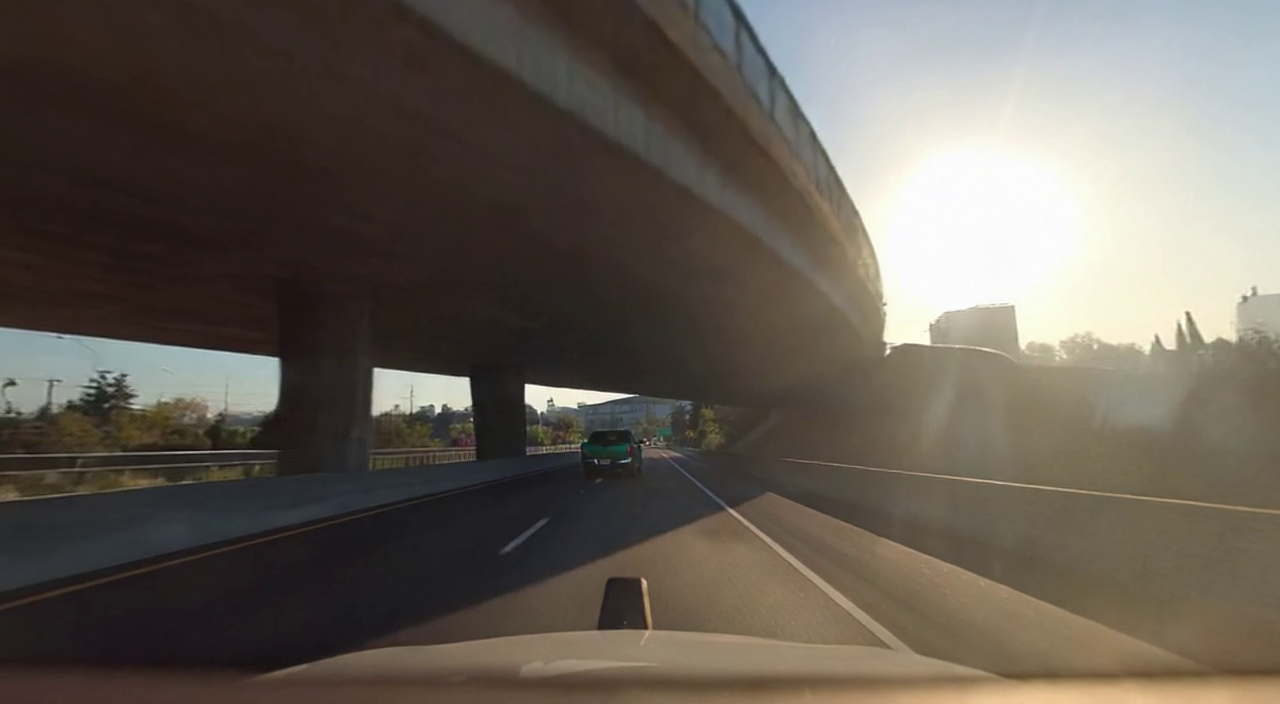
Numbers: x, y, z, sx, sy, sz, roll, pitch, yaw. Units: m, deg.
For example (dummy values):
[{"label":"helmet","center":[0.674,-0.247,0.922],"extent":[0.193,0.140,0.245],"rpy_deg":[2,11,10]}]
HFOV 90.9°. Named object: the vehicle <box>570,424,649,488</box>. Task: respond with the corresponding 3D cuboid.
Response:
[{"label":"vehicle","center":[-0.908,3.633,22.362],"extent":[2.350,1.932,5.562],"rpy_deg":[-1,-8,2]}]
